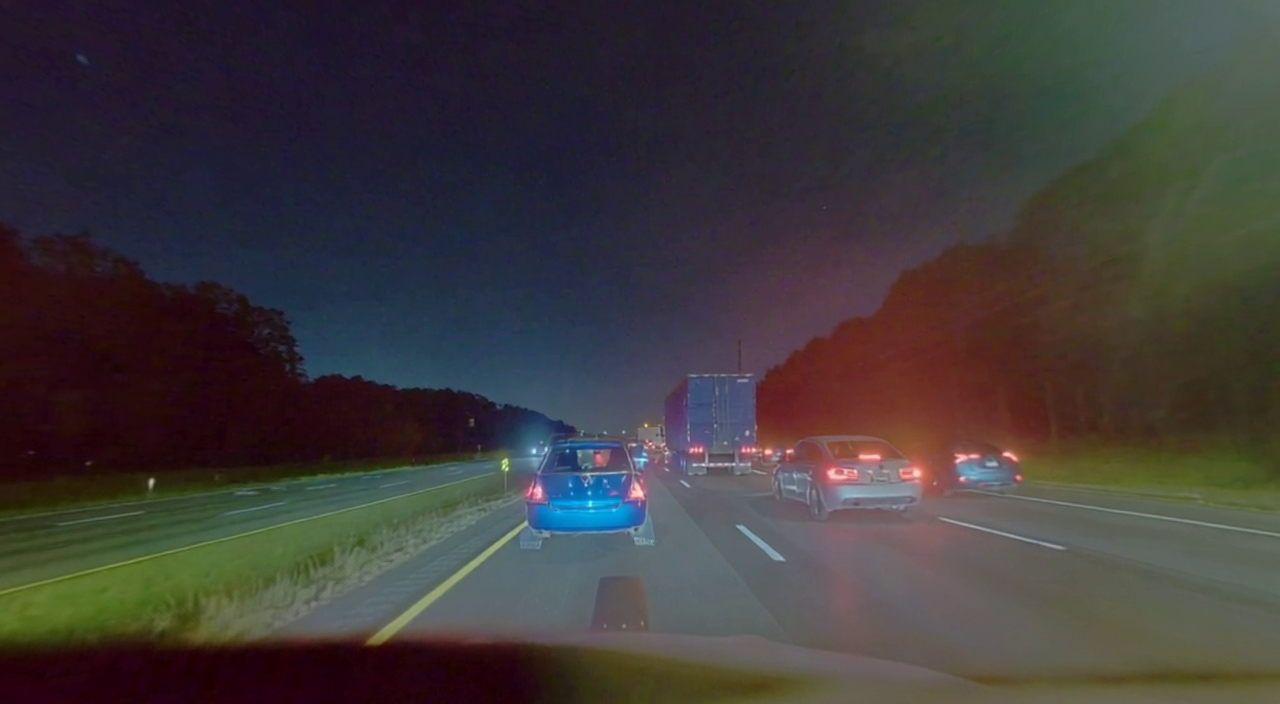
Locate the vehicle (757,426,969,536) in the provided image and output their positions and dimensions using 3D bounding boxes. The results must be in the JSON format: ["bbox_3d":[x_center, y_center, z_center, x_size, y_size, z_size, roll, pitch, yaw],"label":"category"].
[{"bbox_3d":[3.544,2.137,11.150,1.960,1.515,4.713,0,-8,-1],"label":"vehicle"}]

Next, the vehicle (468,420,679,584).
[{"bbox_3d":[-0.707,1.730,8.110,2.009,1.554,4.013,0,-8,-2],"label":"vehicle"}]

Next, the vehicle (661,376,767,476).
[{"bbox_3d":[3.454,4.320,35.469,3.591,4.290,16.696,0,-8,-1],"label":"vehicle"}]
